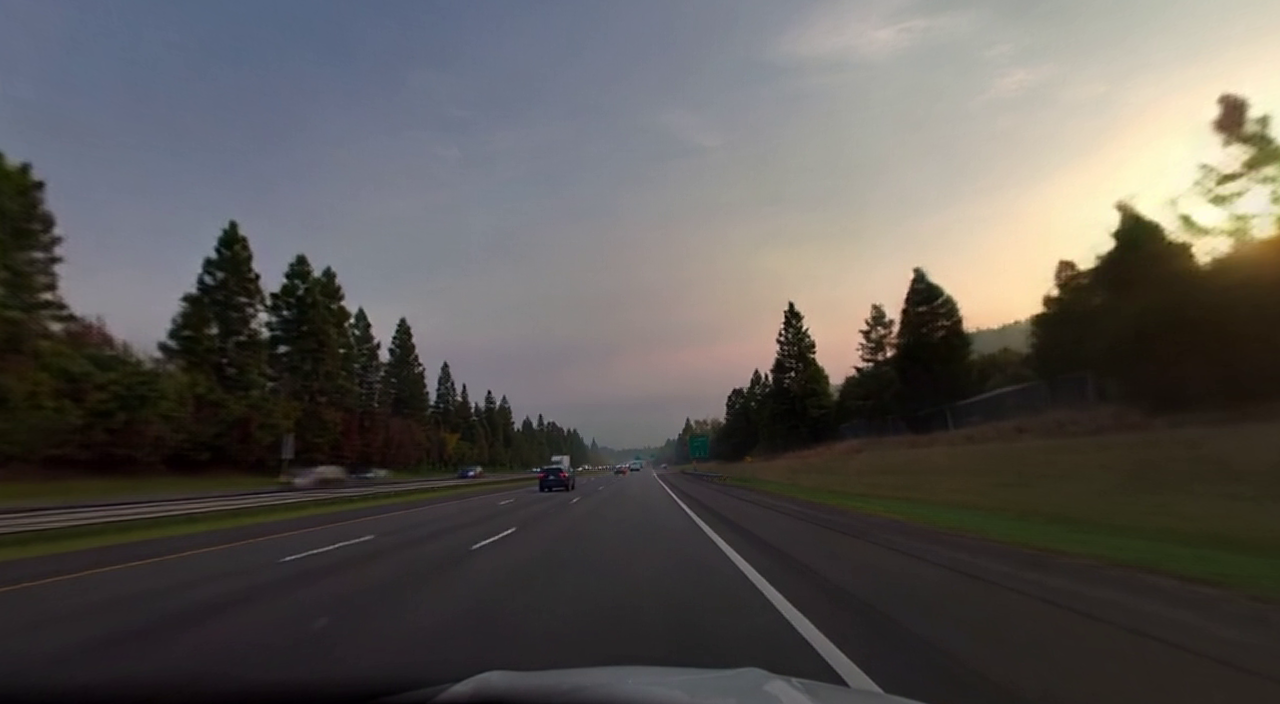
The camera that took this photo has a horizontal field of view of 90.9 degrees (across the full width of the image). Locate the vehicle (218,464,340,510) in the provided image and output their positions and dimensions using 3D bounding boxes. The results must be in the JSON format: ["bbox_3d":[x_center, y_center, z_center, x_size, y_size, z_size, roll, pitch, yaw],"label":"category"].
[{"bbox_3d":[-12.722,4.756,22.542,1.869,1.453,4.165,1,-10,0],"label":"vehicle"}]

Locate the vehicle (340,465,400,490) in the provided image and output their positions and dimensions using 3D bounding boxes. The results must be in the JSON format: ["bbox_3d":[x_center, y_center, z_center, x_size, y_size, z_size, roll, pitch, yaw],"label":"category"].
[{"bbox_3d":[-17.167,7.995,40.291,1.867,1.503,4.432,1,-10,0],"label":"vehicle"}]

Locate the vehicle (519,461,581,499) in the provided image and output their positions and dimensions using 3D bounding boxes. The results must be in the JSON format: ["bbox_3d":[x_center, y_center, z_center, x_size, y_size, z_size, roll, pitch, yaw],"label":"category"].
[{"bbox_3d":[-3.837,5.570,27.579,2.043,1.486,4.442,1,-10,0],"label":"vehicle"}]
